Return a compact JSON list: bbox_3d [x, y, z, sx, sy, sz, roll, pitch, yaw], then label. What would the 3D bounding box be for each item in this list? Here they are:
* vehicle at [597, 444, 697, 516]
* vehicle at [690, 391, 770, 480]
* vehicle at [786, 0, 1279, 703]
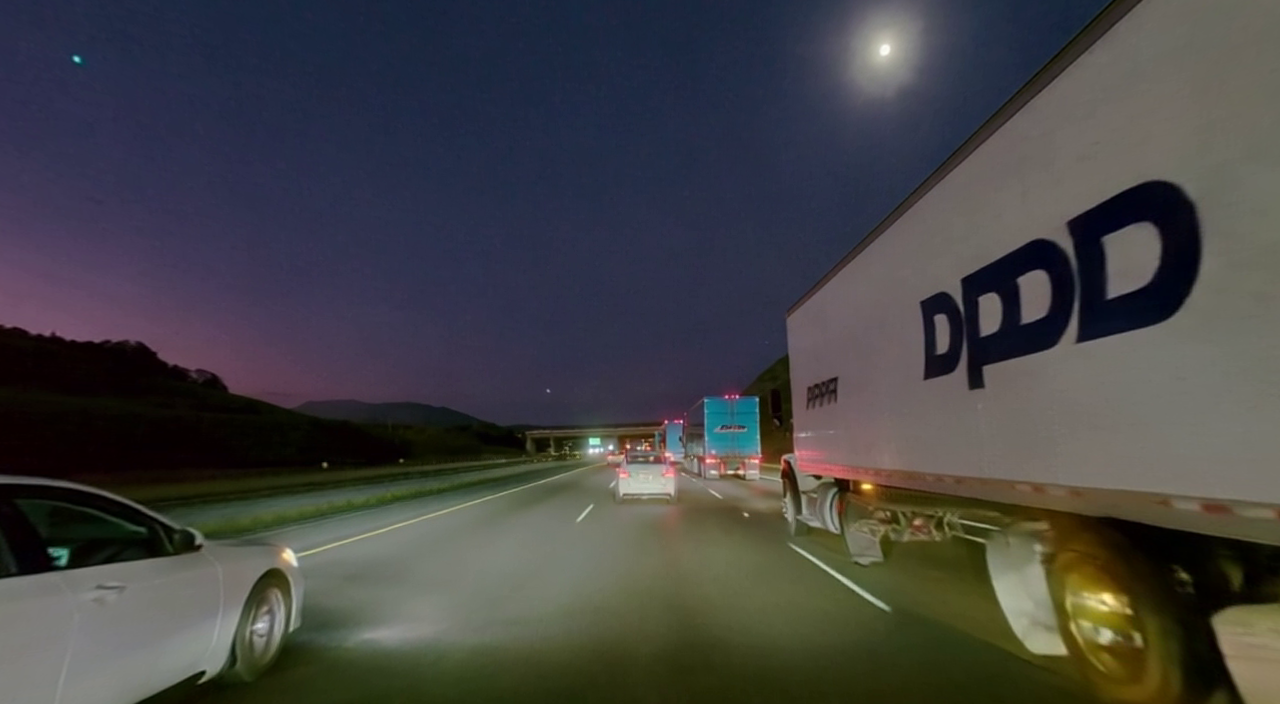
[{"bbox_3d":[0.143,2.917,14.828,2.029,1.437,3.794,0,-9,0],"label":"vehicle"},{"bbox_3d":[4.431,4.446,33.010,2.801,4.039,8.684,0,-9,0],"label":"vehicle"},{"bbox_3d":[4.133,0.327,6.005,2.884,3.930,10.206,0,-9,-1],"label":"vehicle"}]
